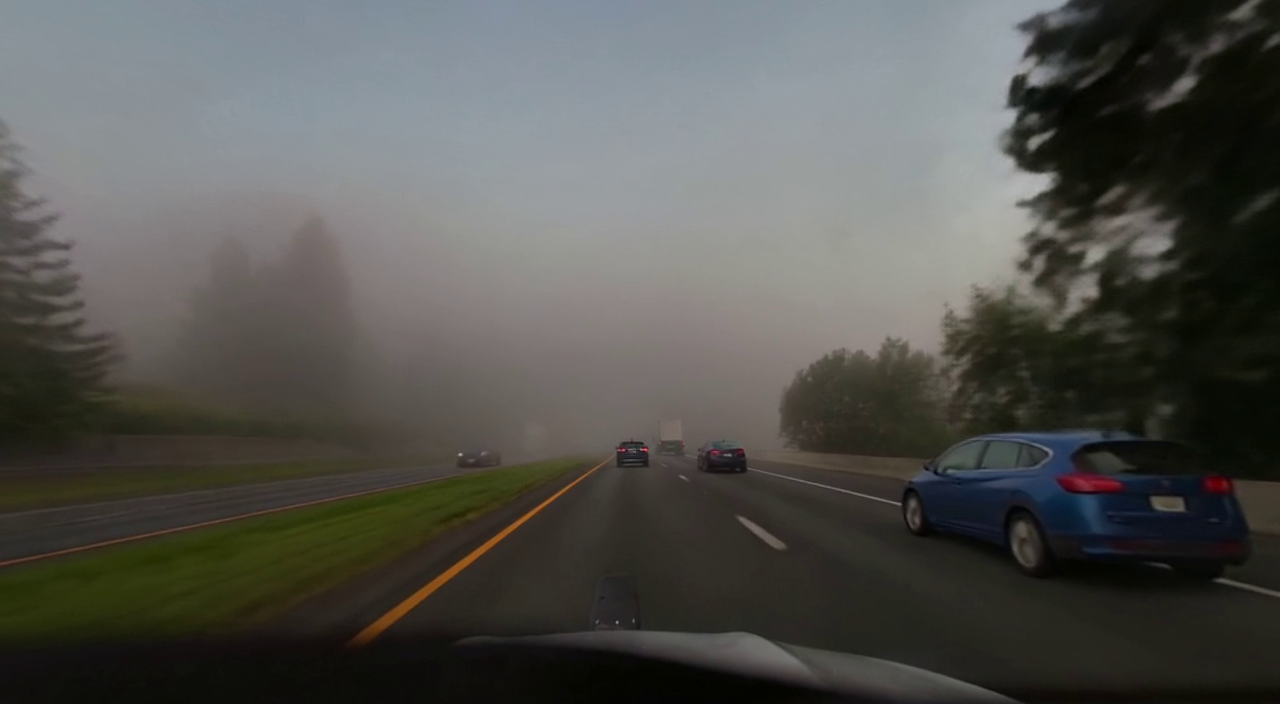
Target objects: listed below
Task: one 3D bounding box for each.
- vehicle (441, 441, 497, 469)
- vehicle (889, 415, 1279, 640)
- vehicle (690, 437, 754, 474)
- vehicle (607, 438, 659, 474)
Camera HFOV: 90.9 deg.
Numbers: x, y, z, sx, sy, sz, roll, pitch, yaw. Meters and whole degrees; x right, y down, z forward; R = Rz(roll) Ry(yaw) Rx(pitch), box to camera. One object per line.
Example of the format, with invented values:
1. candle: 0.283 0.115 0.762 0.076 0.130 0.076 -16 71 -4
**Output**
1. vehicle: -9.741 5.888 36.210 2.154 1.488 4.002 0 -8 -1
2. vehicle: 4.534 1.487 6.510 2.066 1.526 4.216 0 -8 -2
3. vehicle: 3.483 4.475 27.602 2.004 1.469 4.472 0 -8 -2
4. vehicle: -0.324 4.505 27.702 2.143 1.466 3.693 0 -8 -1
